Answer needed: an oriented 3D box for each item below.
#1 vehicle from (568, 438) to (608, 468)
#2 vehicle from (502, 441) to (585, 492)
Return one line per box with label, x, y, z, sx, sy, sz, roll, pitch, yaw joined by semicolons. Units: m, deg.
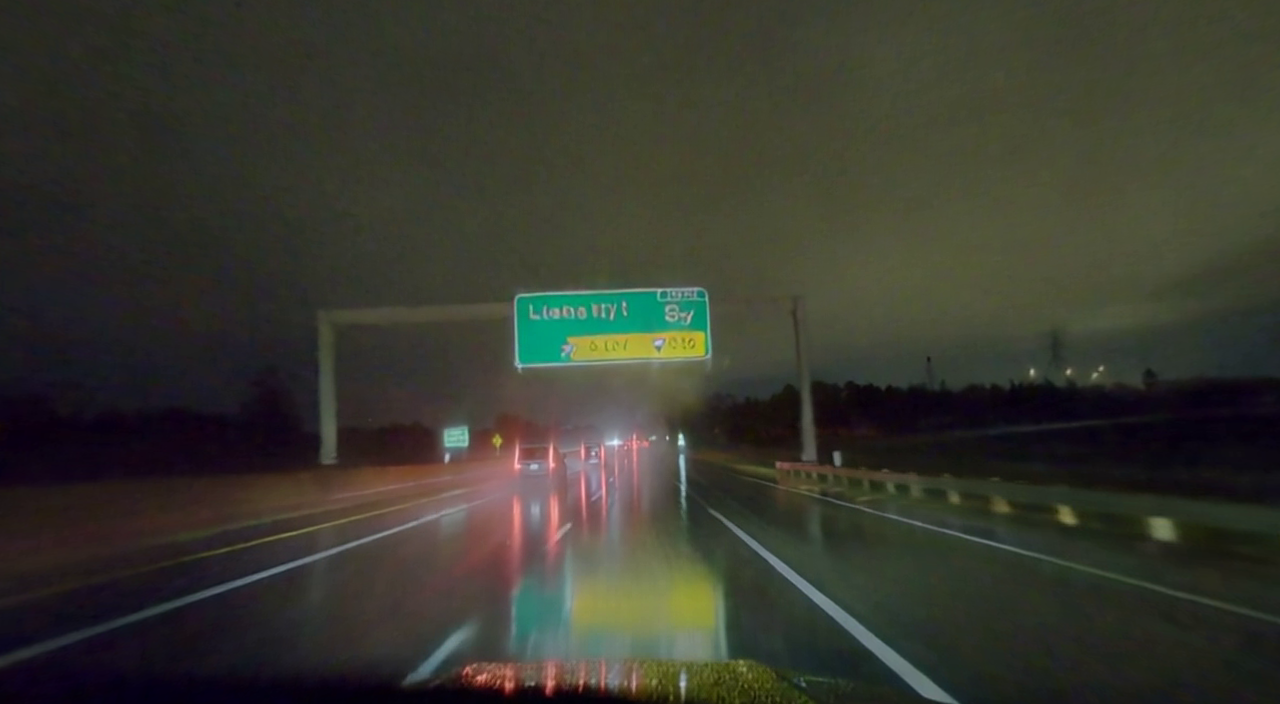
vehicle;-3.345;6.625;41.306;2.177;1.852;4.427;0;-9;1
vehicle;-3.163;3.892;21.729;2.044;1.527;4.607;0;-9;1
